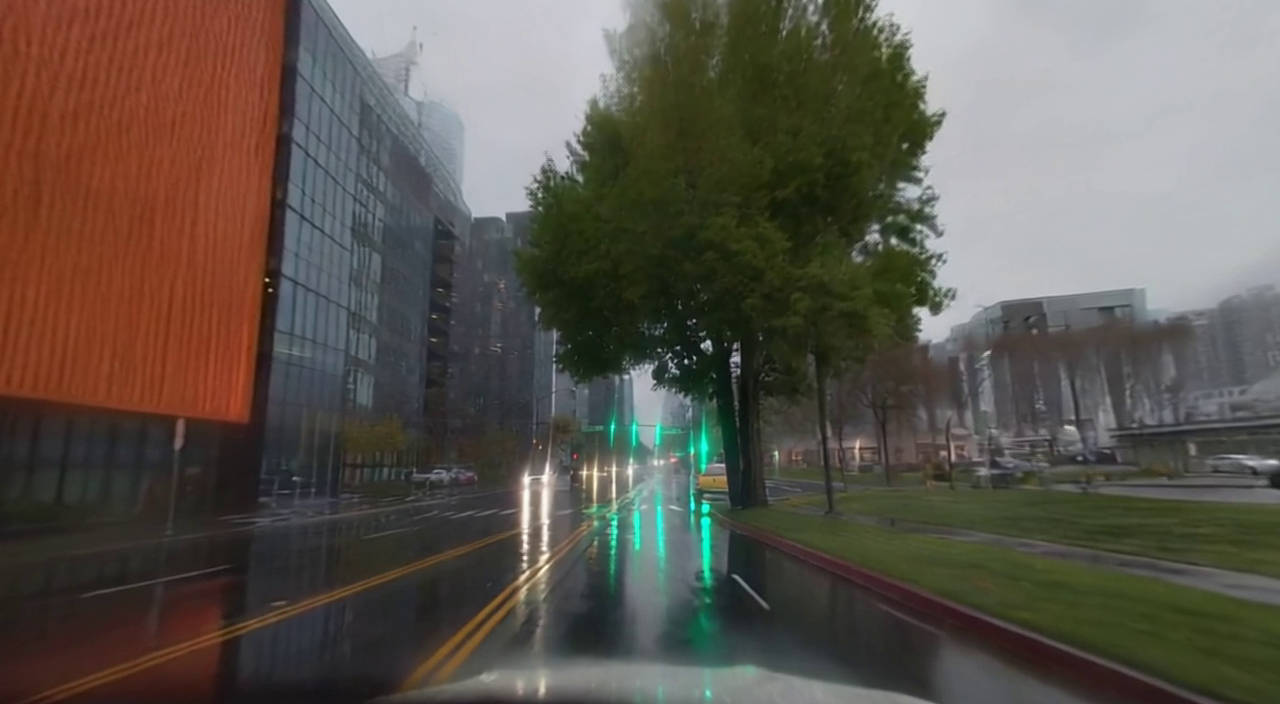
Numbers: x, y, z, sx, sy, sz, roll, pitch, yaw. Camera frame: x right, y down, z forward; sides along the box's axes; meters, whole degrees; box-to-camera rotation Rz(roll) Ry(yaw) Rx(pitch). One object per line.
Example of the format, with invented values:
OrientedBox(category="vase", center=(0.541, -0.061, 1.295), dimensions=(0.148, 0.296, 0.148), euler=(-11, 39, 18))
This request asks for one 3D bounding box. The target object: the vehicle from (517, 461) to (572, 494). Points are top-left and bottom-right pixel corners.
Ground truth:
OrientedBox(category="vehicle", center=(-5.588, 7.401, 37.441), dimensions=(2.043, 1.778, 4.602), euler=(-3, -10, 6))

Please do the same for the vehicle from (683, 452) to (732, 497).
OrientedBox(category="vehicle", center=(3.237, 6.013, 31.049), dimensions=(2.064, 2.010, 4.791), euler=(0, -10, 2))
